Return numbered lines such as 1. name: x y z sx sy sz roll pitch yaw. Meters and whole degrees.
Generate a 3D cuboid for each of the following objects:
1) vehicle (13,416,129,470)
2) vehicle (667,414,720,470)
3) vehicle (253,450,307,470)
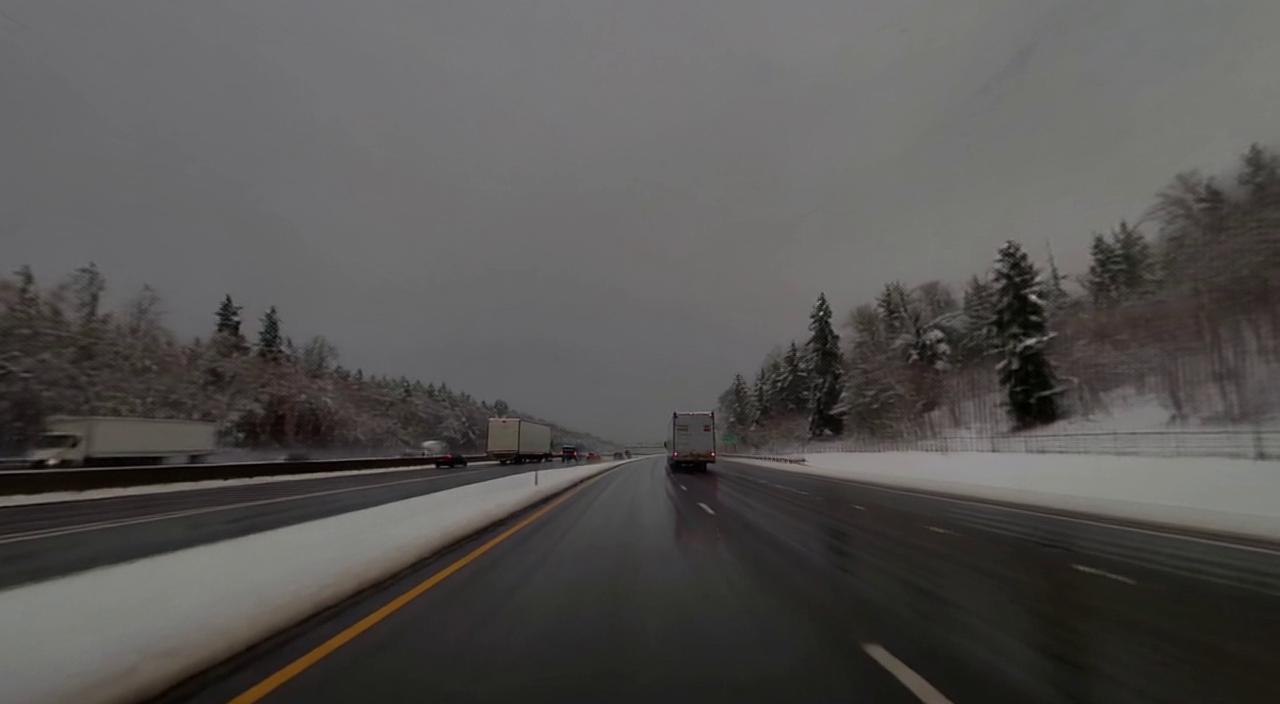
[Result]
1. vehicle: -43.743 7.078 48.844 2.954 3.907 6.034 0 -9 2
2. vehicle: 3.808 6.996 48.521 2.928 3.595 13.975 0 -9 0
3. vehicle: -27.290 8.165 47.921 1.745 1.416 3.725 -1 -9 3
